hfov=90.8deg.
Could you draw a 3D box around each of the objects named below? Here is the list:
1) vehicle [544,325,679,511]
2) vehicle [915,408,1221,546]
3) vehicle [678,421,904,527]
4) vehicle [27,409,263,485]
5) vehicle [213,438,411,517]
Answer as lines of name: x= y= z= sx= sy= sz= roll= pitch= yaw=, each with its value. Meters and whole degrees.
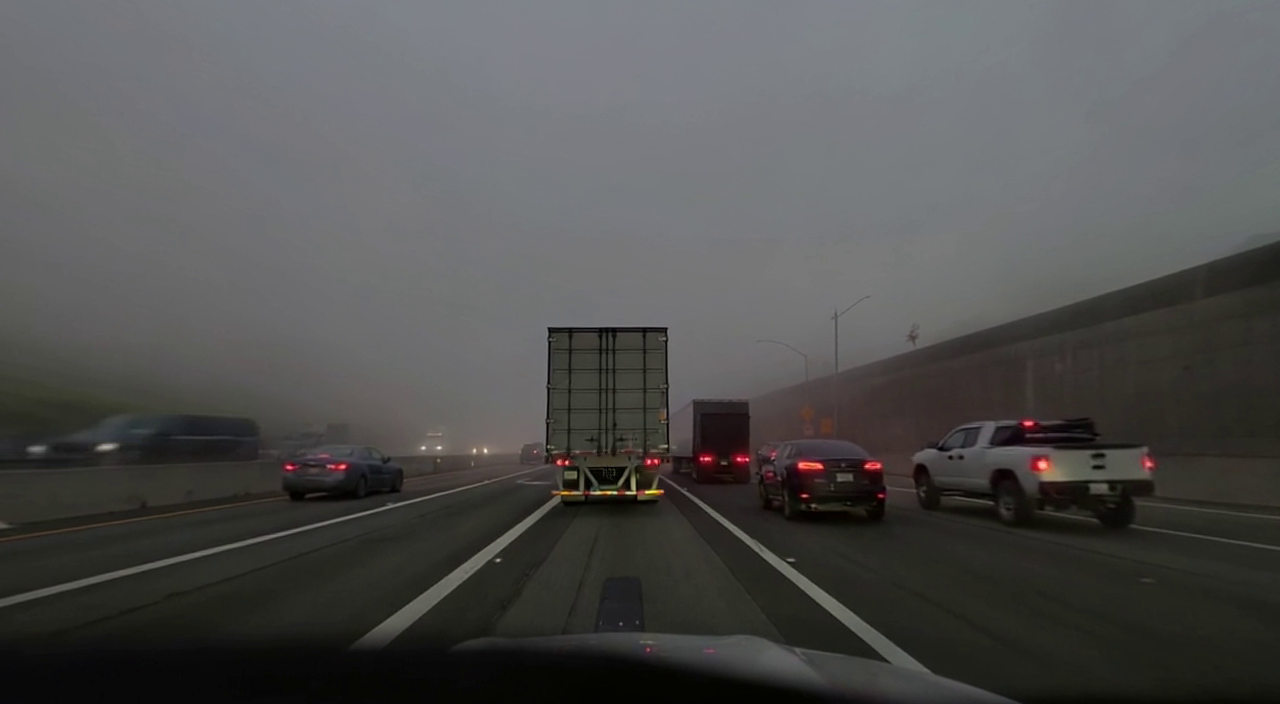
vehicle: x=-0.650 y=2.215 z=19.197 sx=2.906 sy=4.040 sz=10.743 roll=0 pitch=-9 yaw=0
vehicle: x=6.977 y=2.086 z=11.142 sx=2.070 sy=1.888 sz=4.546 roll=0 pitch=-9 yaw=-2
vehicle: x=3.246 y=3.391 z=19.127 sx=2.869 sy=1.940 sz=14.755 roll=0 pitch=-9 yaw=-2
vehicle: x=-12.918 y=2.580 z=17.139 sx=2.050 sy=1.703 sz=5.398 roll=0 pitch=-9 yaw=0
vehicle: x=-7.101 y=2.751 z=14.423 sx=1.973 sy=1.471 sz=4.779 roll=0 pitch=-9 yaw=0
